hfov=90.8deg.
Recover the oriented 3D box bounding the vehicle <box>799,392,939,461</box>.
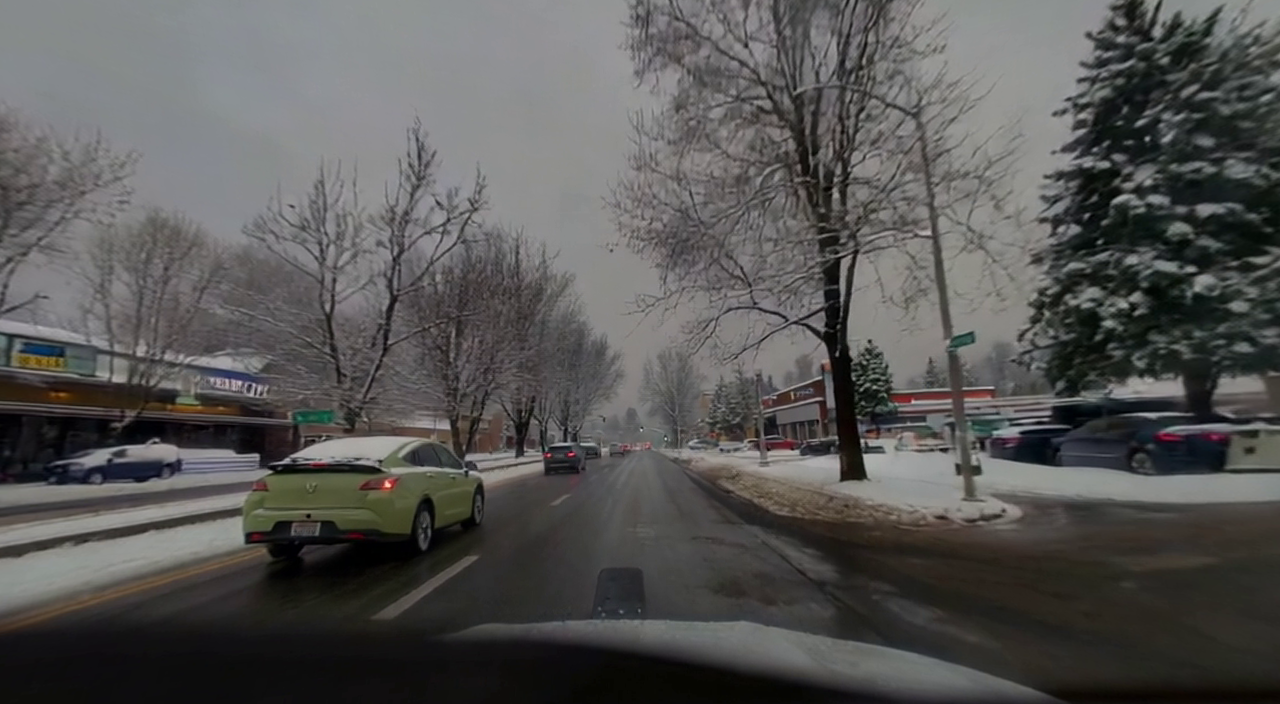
[{"bbox_3d":[15.547,5.161,43.407,8.300,4.310,2.832,-2,-9,1],"label":"vehicle"}]

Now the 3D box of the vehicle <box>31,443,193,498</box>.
[{"bbox_3d":[-25.524,5.690,31.048,2.214,2.238,6.591,-4,-9,1],"label":"vehicle"}]

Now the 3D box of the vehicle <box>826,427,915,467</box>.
[{"bbox_3d":[11.880,4.875,32.338,5.297,1.843,2.097,8,-12,-44],"label":"vehicle"}]

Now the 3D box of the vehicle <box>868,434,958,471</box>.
[{"bbox_3d":[12.311,4.476,28.374,2.090,1.501,4.732,-8,-12,43],"label":"vehicle"}]

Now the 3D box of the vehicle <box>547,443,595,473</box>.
[{"bbox_3d":[-3.573,5.551,33.324,1.955,1.461,4.396,0,-9,1],"label":"vehicle"}]

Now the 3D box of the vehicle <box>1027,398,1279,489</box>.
[{"bbox_3d":[12.688,2.344,16.154,2.222,1.922,5.164,0,-9,0],"label":"vehicle"}]

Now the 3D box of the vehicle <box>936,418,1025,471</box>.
[{"bbox_3d":[14.797,4.001,27.358,2.031,2.064,4.681,-9,-12,43],"label":"vehicle"}]

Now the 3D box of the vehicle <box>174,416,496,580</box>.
[{"bbox_3d":[-3.651,1.838,8.795,2.126,1.655,4.560,0,-9,1],"label":"vehicle"}]
